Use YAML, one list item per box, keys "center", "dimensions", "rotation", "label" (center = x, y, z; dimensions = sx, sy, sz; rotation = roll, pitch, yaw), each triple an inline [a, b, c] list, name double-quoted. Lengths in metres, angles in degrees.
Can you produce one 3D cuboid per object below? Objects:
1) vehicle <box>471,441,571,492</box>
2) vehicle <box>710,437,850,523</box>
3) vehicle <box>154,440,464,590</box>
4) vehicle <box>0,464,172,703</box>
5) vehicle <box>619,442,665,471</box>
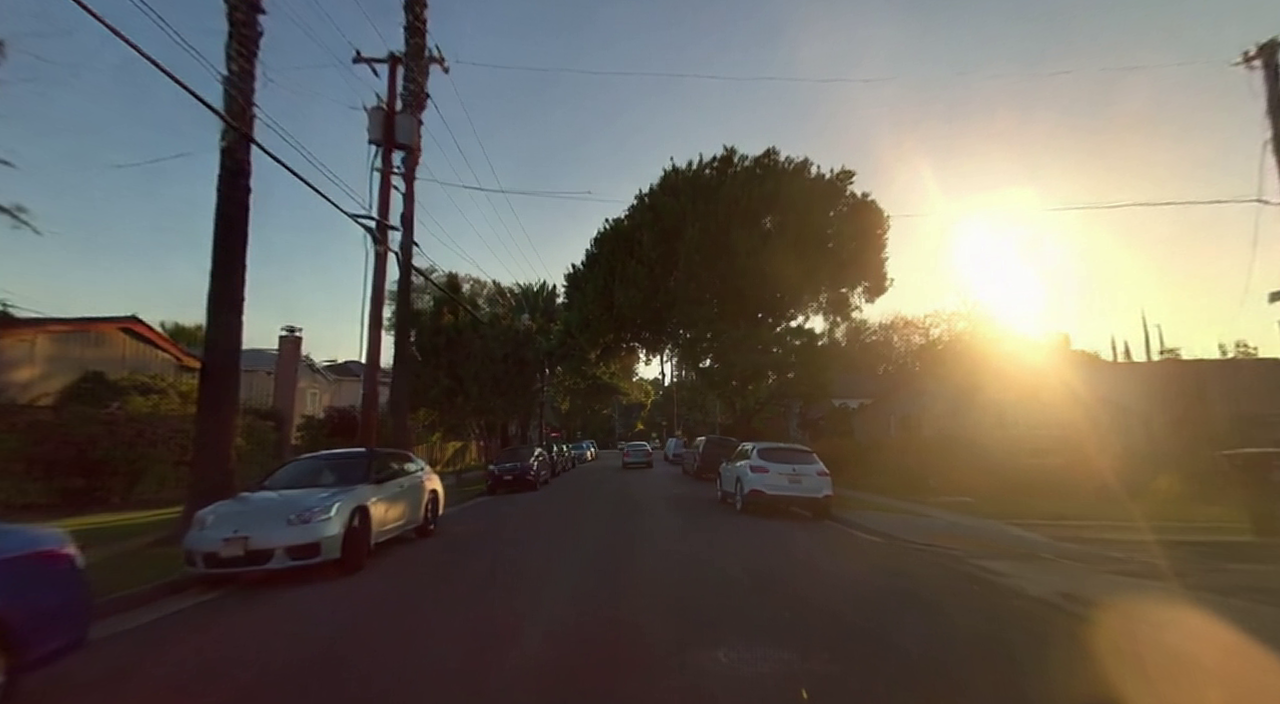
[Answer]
- center: [-3.934, 3.907, 22.021]
  dimensions: [2.130, 1.543, 5.386]
  rotation: [-1, -8, 3]
  label: "vehicle"
- center: [2.922, 2.785, 14.393]
  dimensions: [2.060, 1.614, 4.652]
  rotation: [0, -8, -1]
  label: "vehicle"
- center: [-4.188, 2.088, 9.204]
  dimensions: [1.769, 1.551, 5.040]
  rotation: [0, -8, 0]
  label: "vehicle"
- center: [-4.115, 1.075, 1.643]
  dimensions: [1.875, 1.389, 5.094]
  rotation: [0, -8, 0]
  label: "vehicle"
- center: [0.020, 5.775, 35.165]
  dimensions: [2.081, 1.483, 4.599]
  rotation: [1, -8, -6]
  label: "vehicle"
